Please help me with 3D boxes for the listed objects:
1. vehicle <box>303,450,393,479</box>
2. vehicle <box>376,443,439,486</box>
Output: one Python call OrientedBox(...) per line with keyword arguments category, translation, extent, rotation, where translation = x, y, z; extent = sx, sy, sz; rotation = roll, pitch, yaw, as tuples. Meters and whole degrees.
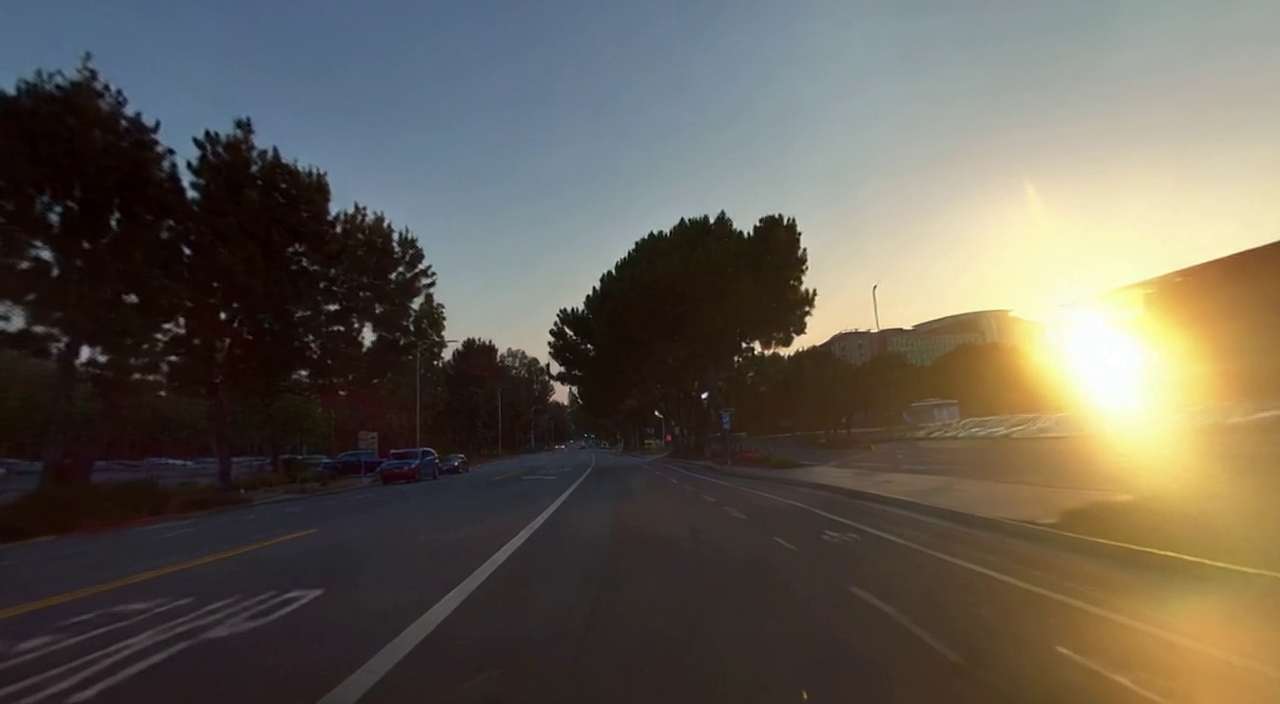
OrientedBox(category="vehicle", translation=(-20.467, 7.888, 44.438), extent=(5.168, 1.886, 2.283), rotation=(0, -8, 1))
OrientedBox(category="vehicle", translation=(-14.082, 6.786, 38.571), extent=(2.314, 2.144, 5.403), rotation=(-3, -7, -6))
